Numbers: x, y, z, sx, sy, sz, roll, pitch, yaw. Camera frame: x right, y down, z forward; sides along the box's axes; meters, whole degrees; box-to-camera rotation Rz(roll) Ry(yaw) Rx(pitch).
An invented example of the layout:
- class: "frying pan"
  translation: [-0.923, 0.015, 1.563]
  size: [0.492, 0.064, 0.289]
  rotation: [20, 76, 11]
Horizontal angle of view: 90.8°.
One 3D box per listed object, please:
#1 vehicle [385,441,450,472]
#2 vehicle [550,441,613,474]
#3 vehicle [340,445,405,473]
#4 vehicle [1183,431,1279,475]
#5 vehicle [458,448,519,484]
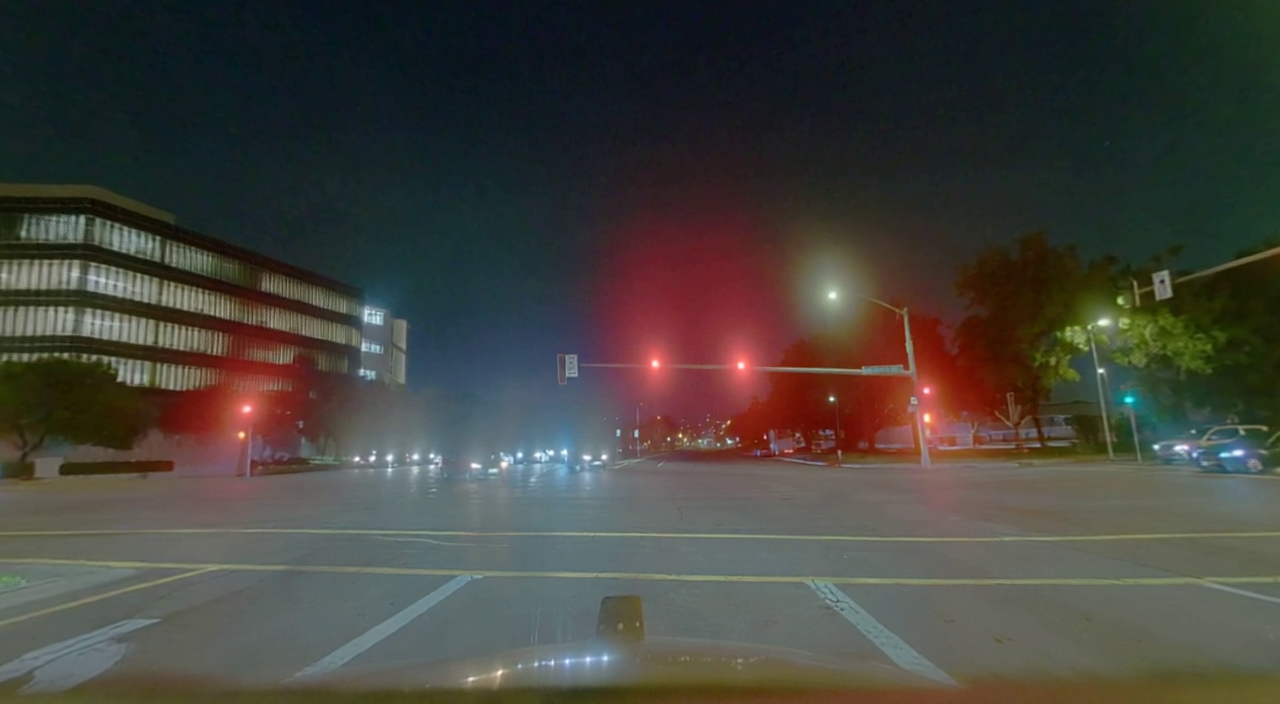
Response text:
- class: "vehicle"
  translation: [-15.122, 7.124, 43.244]
  size: [2.340, 1.946, 5.450]
  rotation: [-1, -9, 1]
- class: "vehicle"
  translation: [-2.982, 5.173, 31.263]
  size: [2.109, 1.461, 4.637]
  rotation: [3, -9, -19]
- class: "vehicle"
  translation: [-18.542, 7.413, 44.085]
  size: [2.237, 1.842, 5.116]
  rotation: [0, -9, 0]
- class: "vehicle"
  translation: [22.328, 3.559, 22.359]
  size: [4.474, 1.477, 1.908]
  rotation: [0, -9, -3]
- class: "vehicle"
  translation: [-6.180, 4.527, 25.480]
  size: [1.910, 1.288, 4.093]
  rotation: [3, -9, -20]
